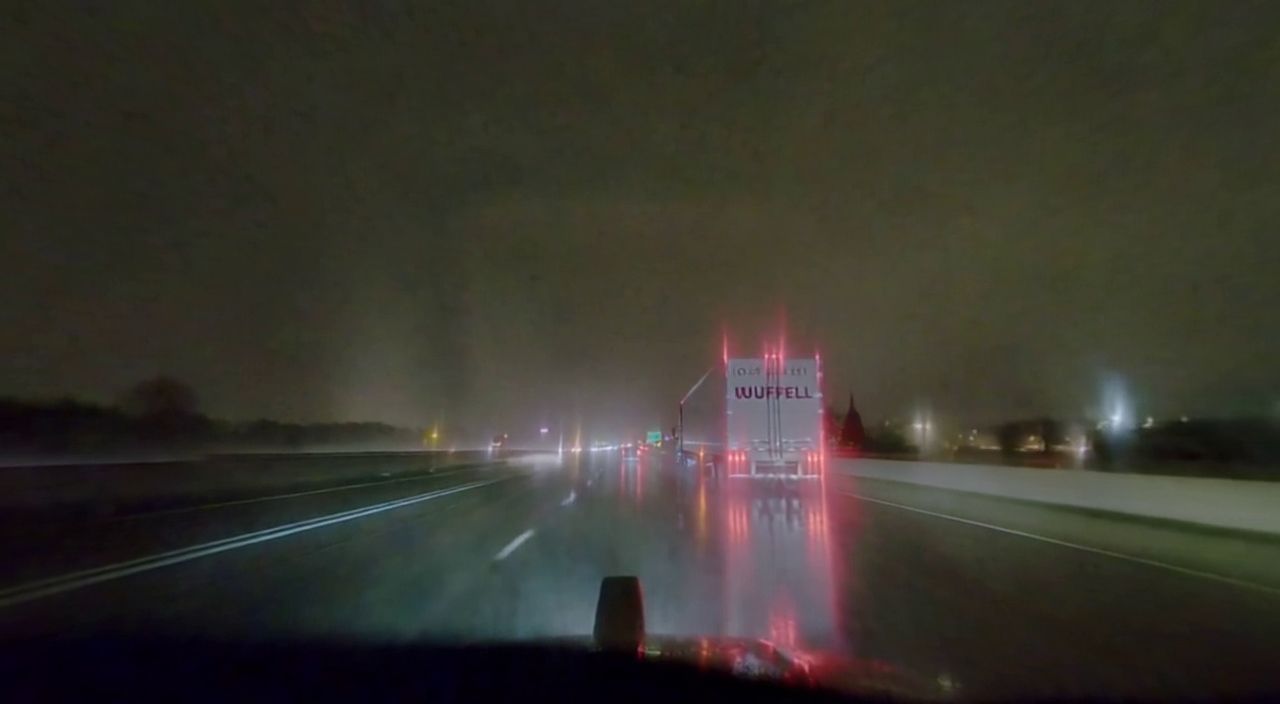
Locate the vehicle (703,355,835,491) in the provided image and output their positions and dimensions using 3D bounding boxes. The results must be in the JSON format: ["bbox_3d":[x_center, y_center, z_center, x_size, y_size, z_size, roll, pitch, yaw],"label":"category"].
[{"bbox_3d":[4.205,2.738,22.822,2.869,4.013,8.610,0,-9,0],"label":"vehicle"}]
